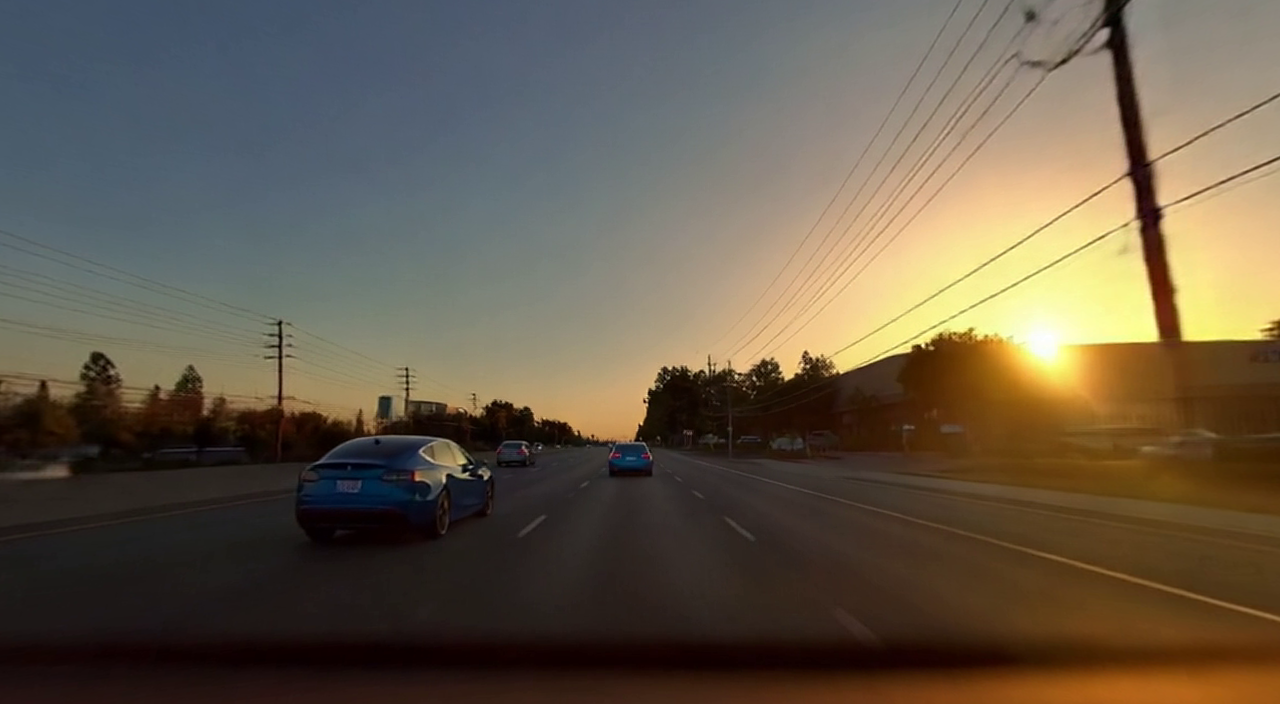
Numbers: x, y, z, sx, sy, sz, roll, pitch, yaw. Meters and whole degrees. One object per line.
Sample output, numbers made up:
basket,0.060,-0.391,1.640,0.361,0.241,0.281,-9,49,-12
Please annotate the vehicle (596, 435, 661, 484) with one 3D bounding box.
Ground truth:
vehicle,-0.398,3.951,23.582,2.189,1.652,4.135,0,-8,0

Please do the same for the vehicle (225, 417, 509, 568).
vehicle,-3.456,1.878,9.319,1.985,1.607,4.892,0,-8,0
